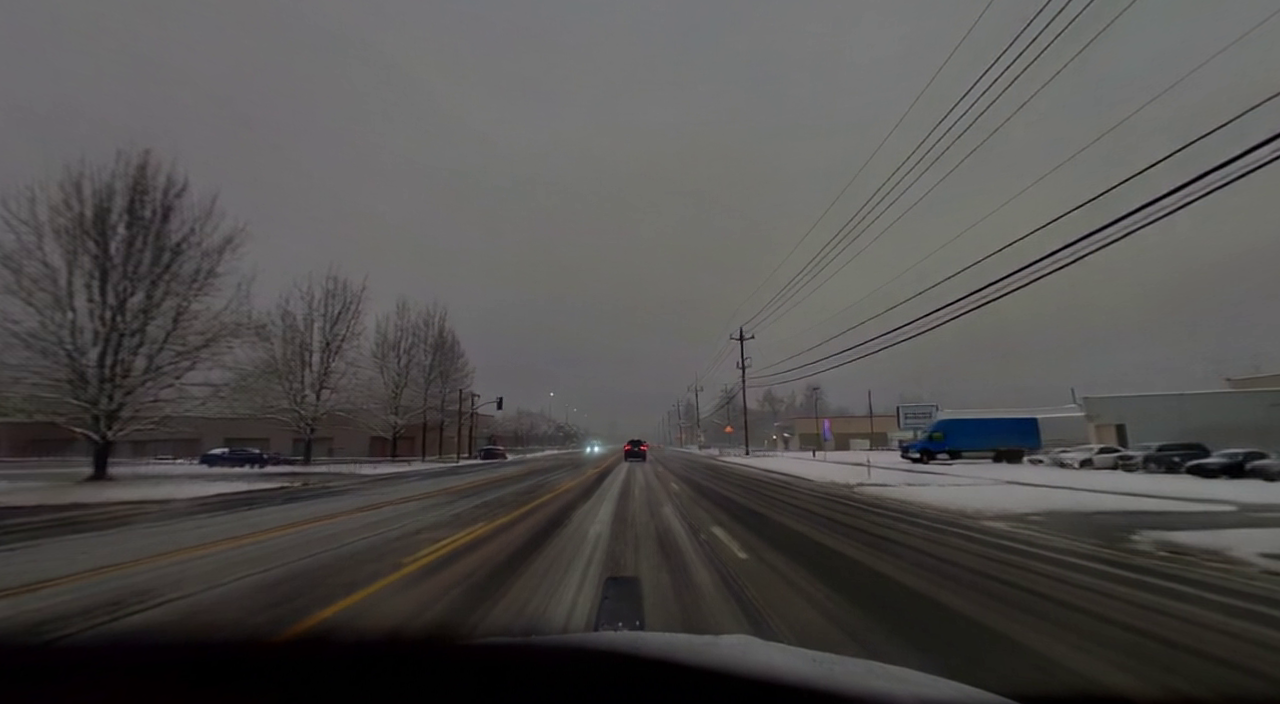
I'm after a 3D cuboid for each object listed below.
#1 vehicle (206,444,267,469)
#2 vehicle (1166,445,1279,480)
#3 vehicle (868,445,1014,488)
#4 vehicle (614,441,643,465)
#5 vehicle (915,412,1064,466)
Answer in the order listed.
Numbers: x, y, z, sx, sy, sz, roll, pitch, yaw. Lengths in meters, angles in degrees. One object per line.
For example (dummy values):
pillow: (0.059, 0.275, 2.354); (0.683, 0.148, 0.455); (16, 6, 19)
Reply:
vehicle: (-31.606, 8.138, 49.460); (4.992, 1.876, 2.169); (-6, -10, 35)
vehicle: (25.798, 4.755, 27.420); (4.134, 1.441, 1.836); (-1, -8, 2)
vehicle: (11.768, 4.486, 24.954); (4.758, 1.496, 1.871); (-1, -9, -1)
vehicle: (-0.753, 7.057, 44.208); (1.937, 1.588, 3.746); (0, -8, 0)
vehicle: (24.665, 6.208, 44.968); (8.701, 3.665, 2.906); (0, -8, 1)
